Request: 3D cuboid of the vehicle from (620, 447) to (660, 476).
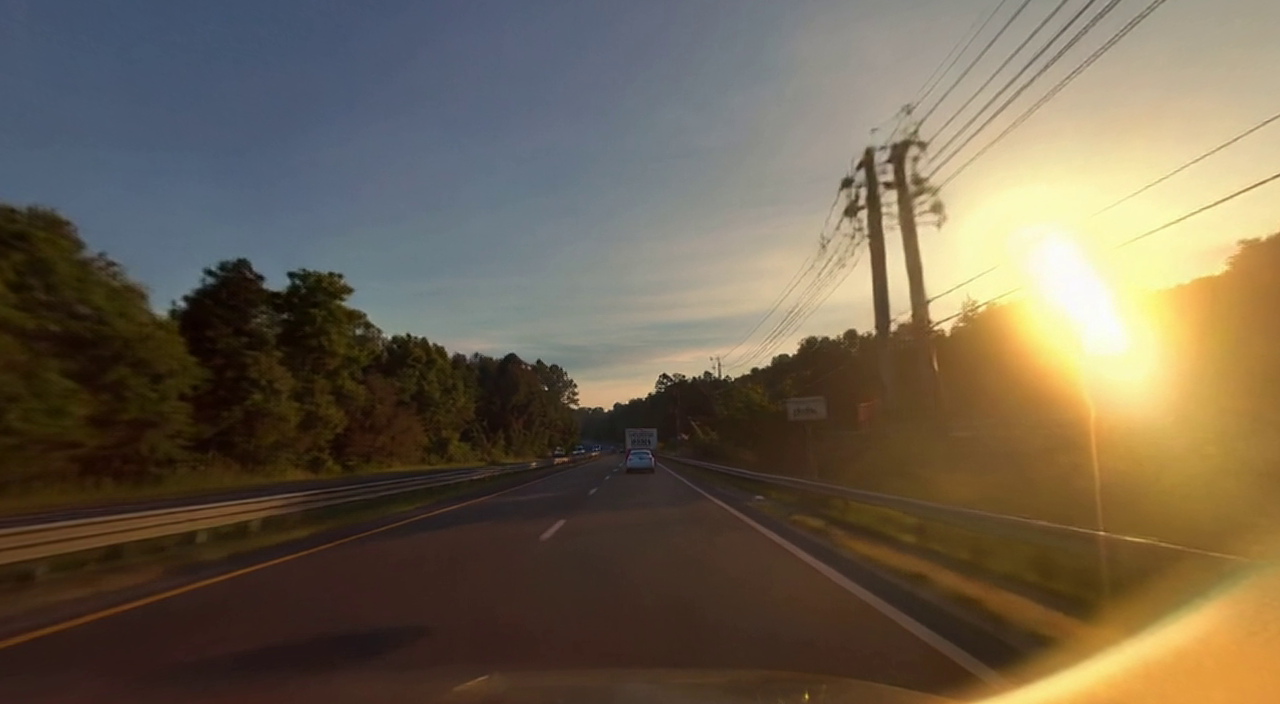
[{"bbox_3d":[-0.056,6.029,34.976,2.080,1.486,3.813,0,-9,-1],"label":"vehicle"}]
